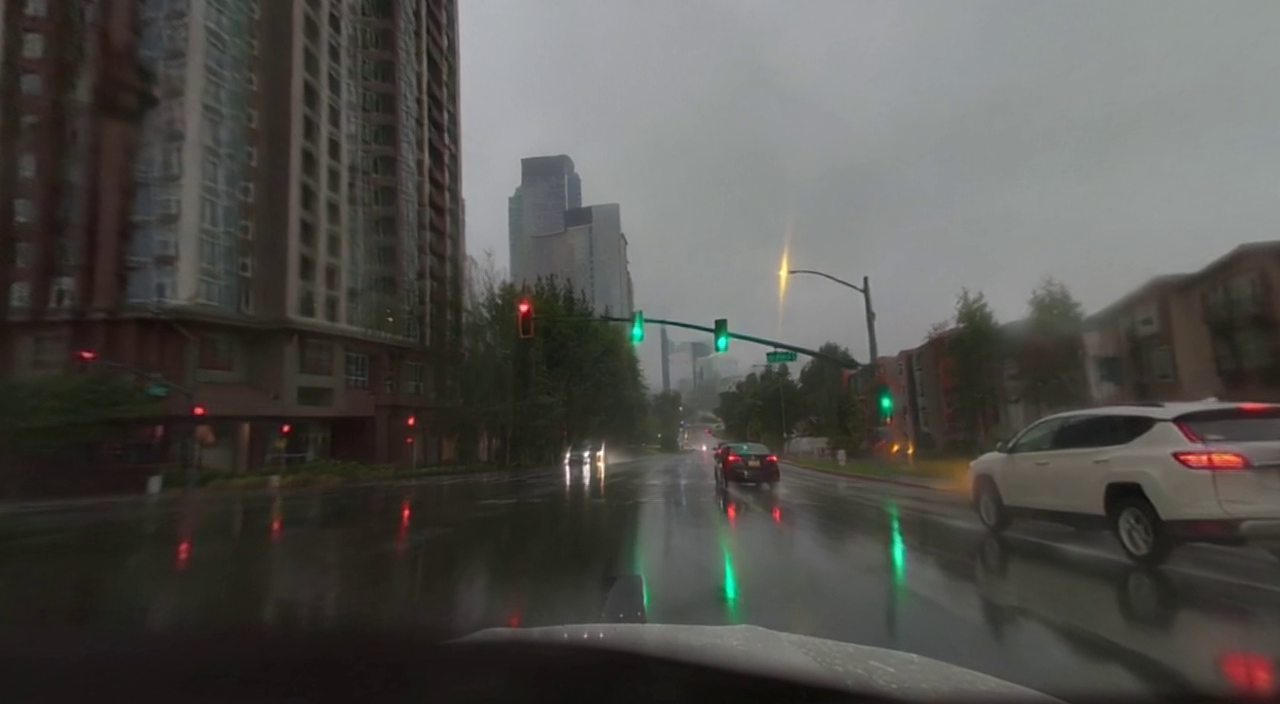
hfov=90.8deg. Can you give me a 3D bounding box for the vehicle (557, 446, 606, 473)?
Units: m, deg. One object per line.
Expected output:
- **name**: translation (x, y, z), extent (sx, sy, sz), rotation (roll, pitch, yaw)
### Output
- **vehicle**: translation (-3.475, 6.471, 38.280), extent (2.032, 1.484, 4.437), rotation (-1, -9, 7)

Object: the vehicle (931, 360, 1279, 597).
- **vehicle**: translation (6.432, 1.512, 8.315), extent (2.427, 2.017, 5.763), rotation (0, -9, 0)

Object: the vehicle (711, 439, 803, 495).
- **vehicle**: translation (3.446, 3.482, 19.472), extent (2.003, 1.480, 4.494), rotation (0, -9, 1)
